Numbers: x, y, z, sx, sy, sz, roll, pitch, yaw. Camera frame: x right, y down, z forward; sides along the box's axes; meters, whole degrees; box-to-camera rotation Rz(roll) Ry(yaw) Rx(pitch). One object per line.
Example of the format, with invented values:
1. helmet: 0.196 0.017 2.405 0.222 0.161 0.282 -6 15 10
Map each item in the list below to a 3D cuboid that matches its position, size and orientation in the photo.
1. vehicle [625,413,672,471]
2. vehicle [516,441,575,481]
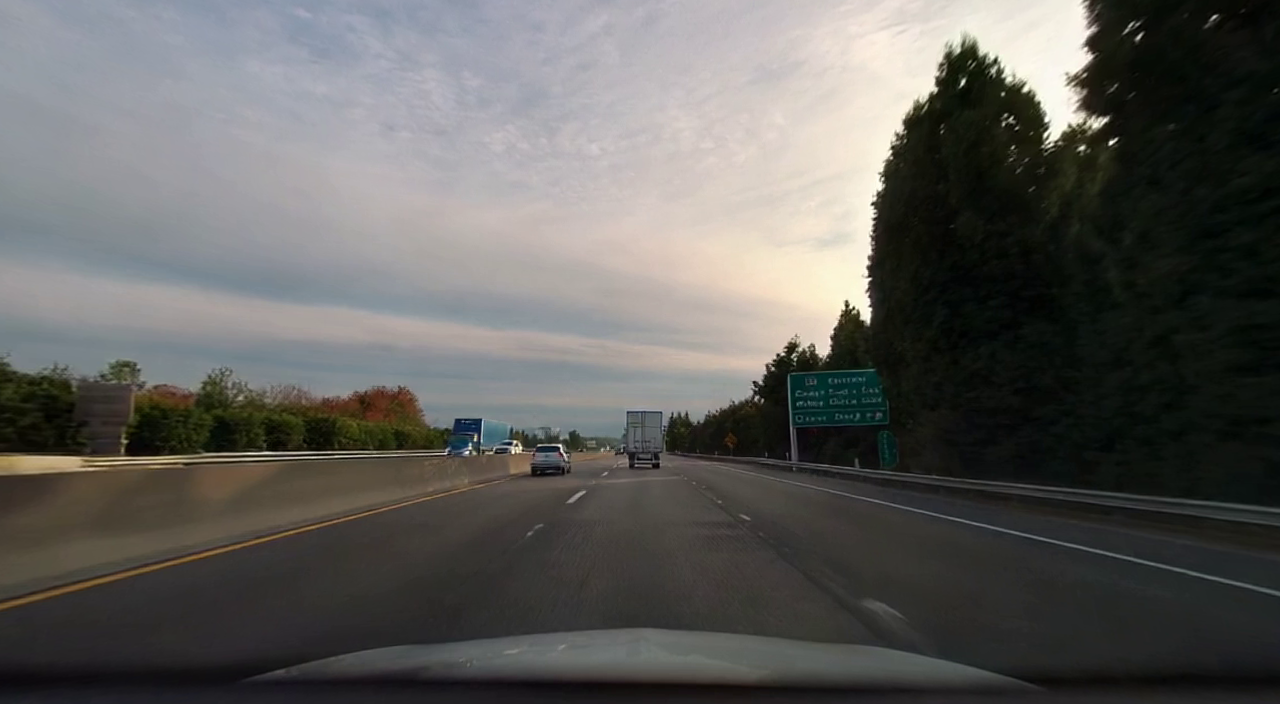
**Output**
1. vehicle: 0.420 6.286 43.718 2.893 3.628 9.081 0 -9 -1
2. vehicle: -4.201 4.916 28.626 2.079 1.656 3.965 0 -9 0
